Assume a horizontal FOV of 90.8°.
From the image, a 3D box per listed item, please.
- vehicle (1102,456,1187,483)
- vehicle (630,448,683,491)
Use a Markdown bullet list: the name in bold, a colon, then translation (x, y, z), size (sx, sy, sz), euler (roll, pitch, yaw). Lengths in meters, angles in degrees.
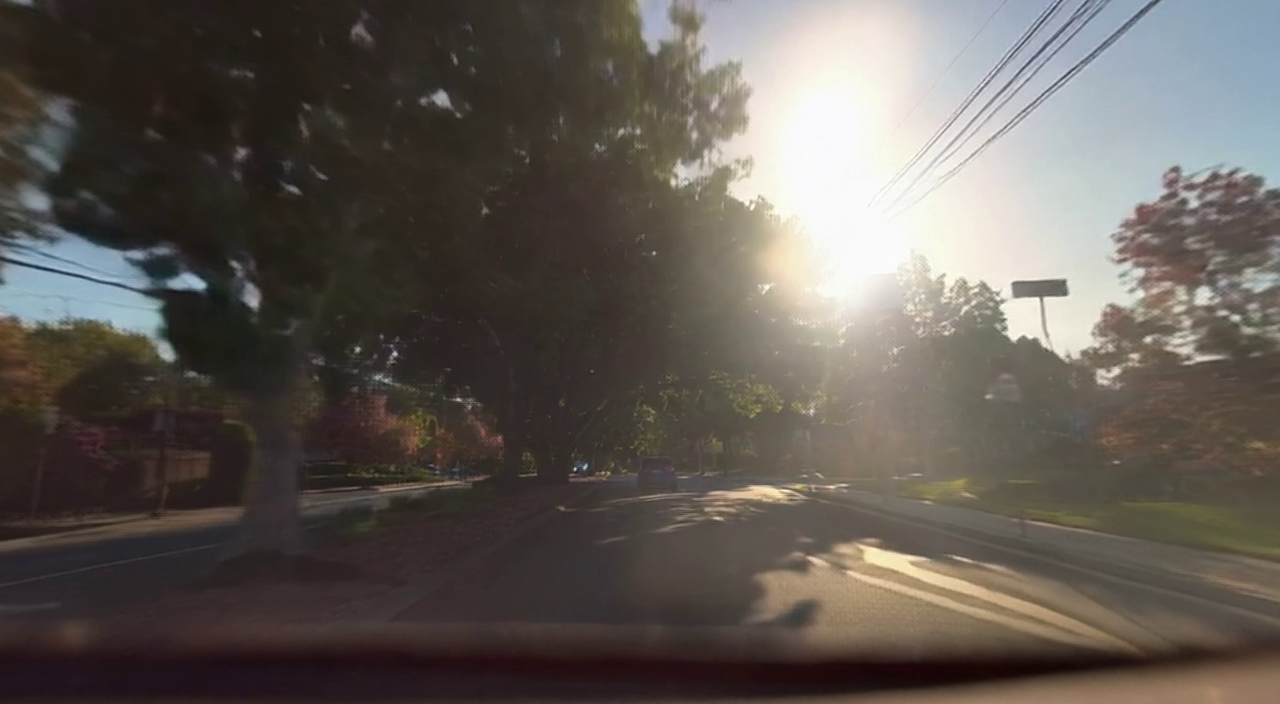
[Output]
- **vehicle**: translation (36.876, 8.618, 46.277), size (4.461, 1.828, 2.165), euler (1, -9, -5)
- **vehicle**: translation (0.652, 5.113, 27.802), size (2.139, 1.699, 3.916), euler (0, -8, -1)
